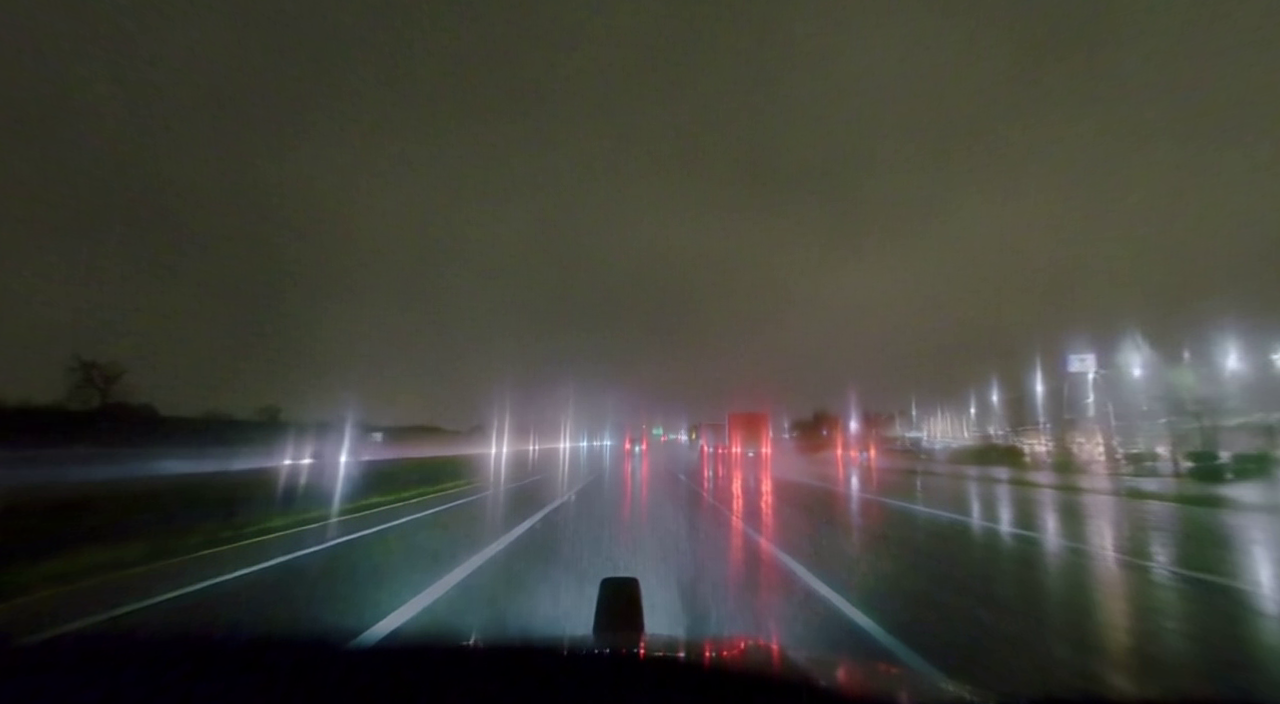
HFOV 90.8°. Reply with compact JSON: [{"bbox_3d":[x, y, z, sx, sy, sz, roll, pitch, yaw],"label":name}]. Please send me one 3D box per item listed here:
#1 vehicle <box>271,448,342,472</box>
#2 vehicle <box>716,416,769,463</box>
[{"bbox_3d":[-21.778,7.043,41.486,1.972,1.477,4.776,0,-8,1],"label":"vehicle"},{"bbox_3d":[7.595,6.646,47.729,2.793,3.204,7.997,0,-8,1],"label":"vehicle"}]
